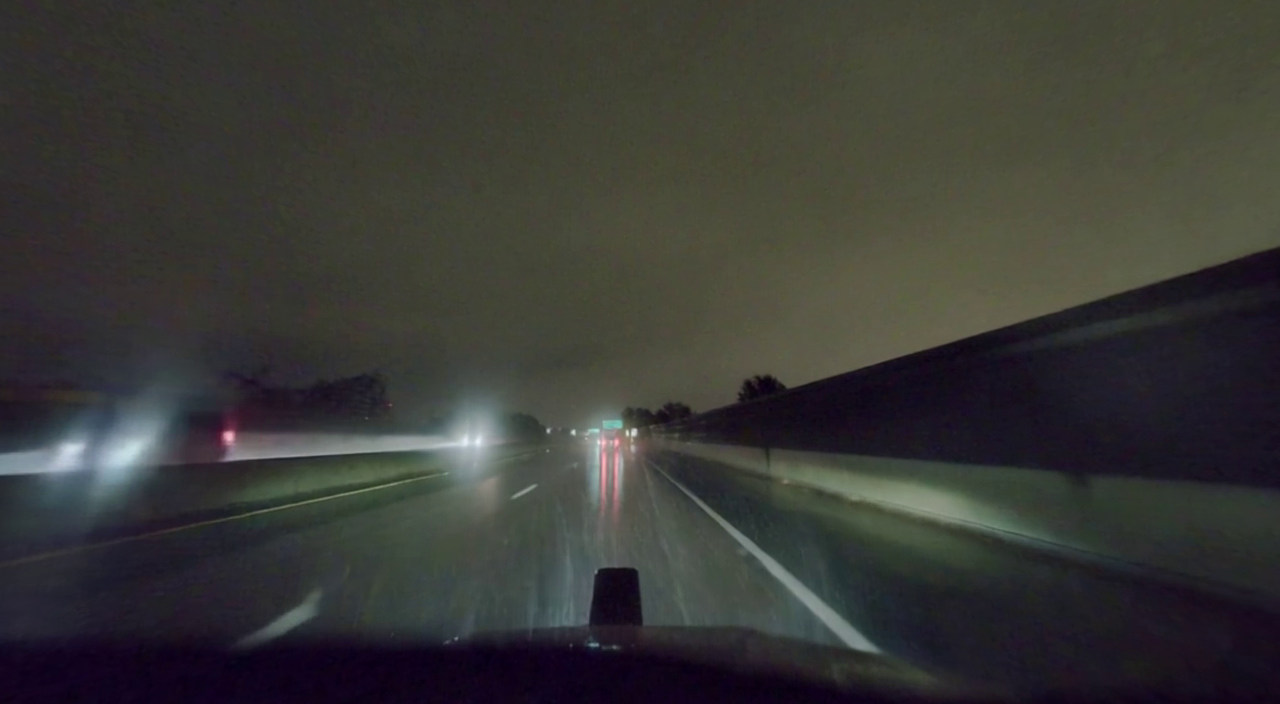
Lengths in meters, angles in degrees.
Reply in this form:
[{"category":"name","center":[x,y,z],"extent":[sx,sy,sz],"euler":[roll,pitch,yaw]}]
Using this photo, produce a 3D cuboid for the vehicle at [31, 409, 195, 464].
[{"category":"vehicle","center":[-20.228,3.296,24.490],"extent":[2.128,1.893,4.820],"euler":[0,-8,1]}]
